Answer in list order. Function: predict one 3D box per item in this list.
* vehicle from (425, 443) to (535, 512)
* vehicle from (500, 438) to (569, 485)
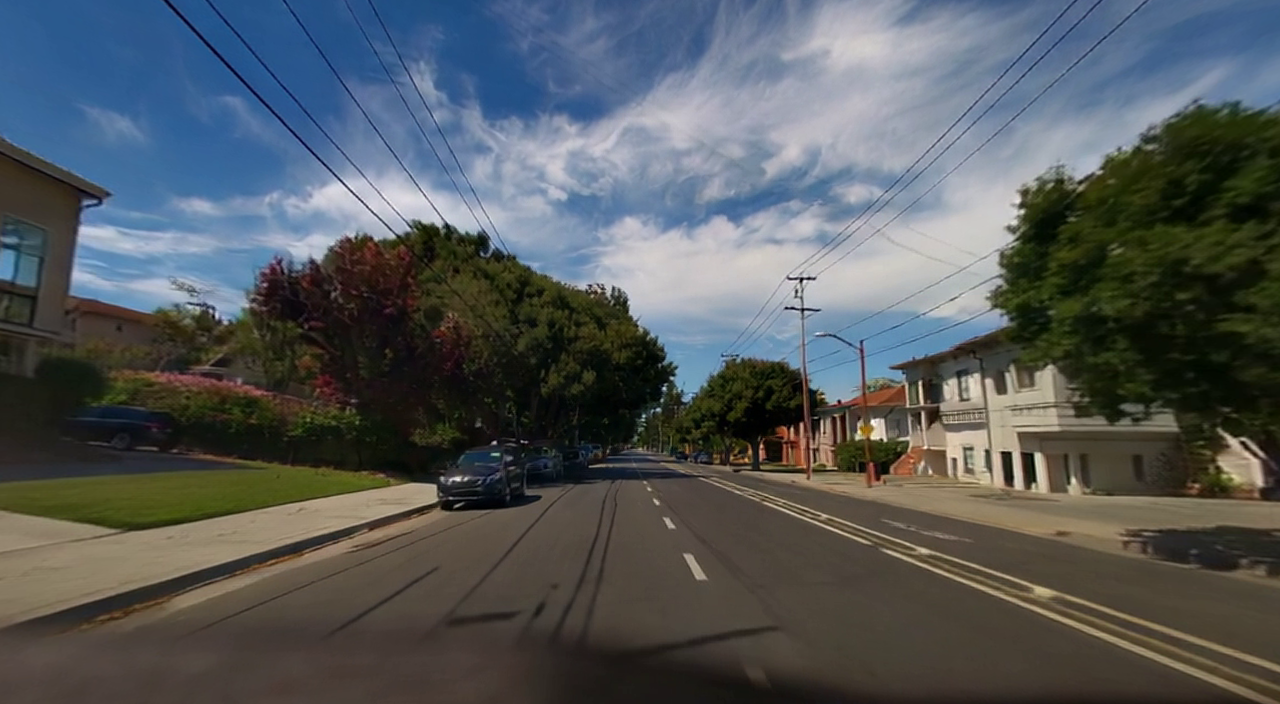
[{"bbox_3d":[-4.039,3.216,16.769,1.825,1.542,4.715,0,-9,-2],"label":"vehicle"},{"bbox_3d":[-4.637,4.933,28.698,2.189,1.887,5.616,0,-9,-1],"label":"vehicle"}]
